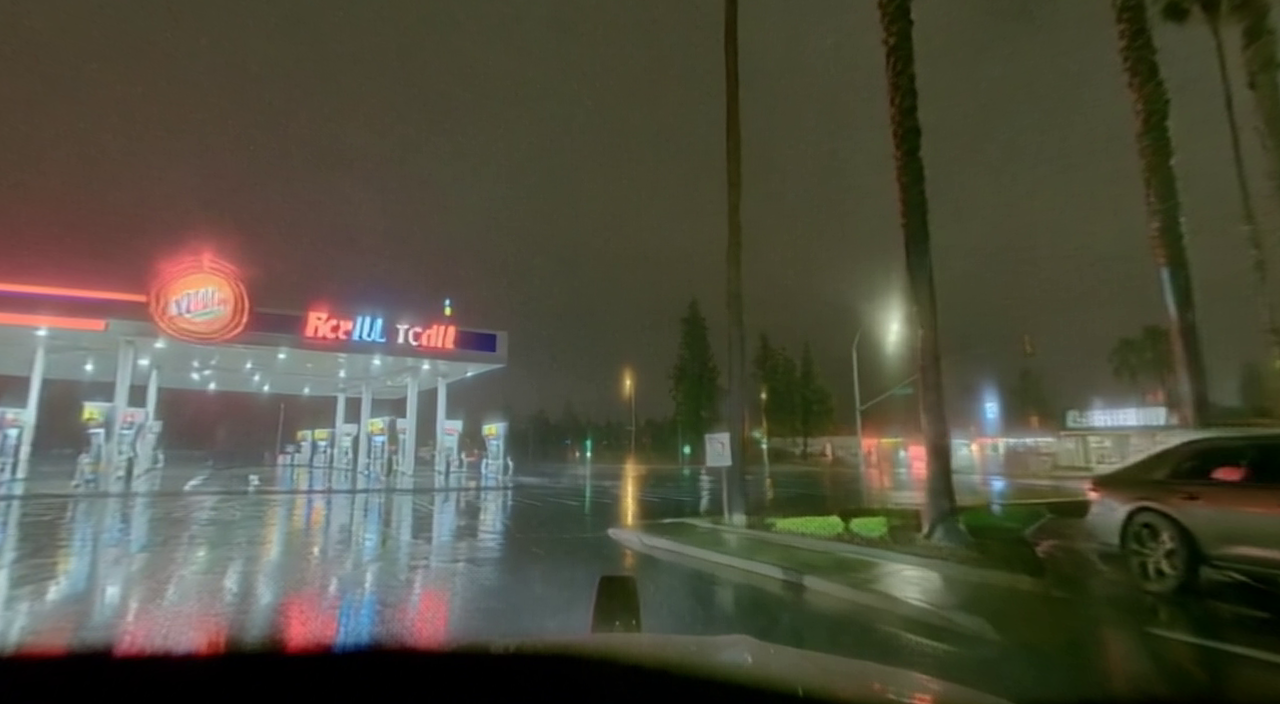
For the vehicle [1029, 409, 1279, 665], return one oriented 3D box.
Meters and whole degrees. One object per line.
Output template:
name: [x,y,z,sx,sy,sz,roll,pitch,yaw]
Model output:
vehicle: [5.010,1.031,3.395,1.937,1.490,4.564,4,-9,-24]
